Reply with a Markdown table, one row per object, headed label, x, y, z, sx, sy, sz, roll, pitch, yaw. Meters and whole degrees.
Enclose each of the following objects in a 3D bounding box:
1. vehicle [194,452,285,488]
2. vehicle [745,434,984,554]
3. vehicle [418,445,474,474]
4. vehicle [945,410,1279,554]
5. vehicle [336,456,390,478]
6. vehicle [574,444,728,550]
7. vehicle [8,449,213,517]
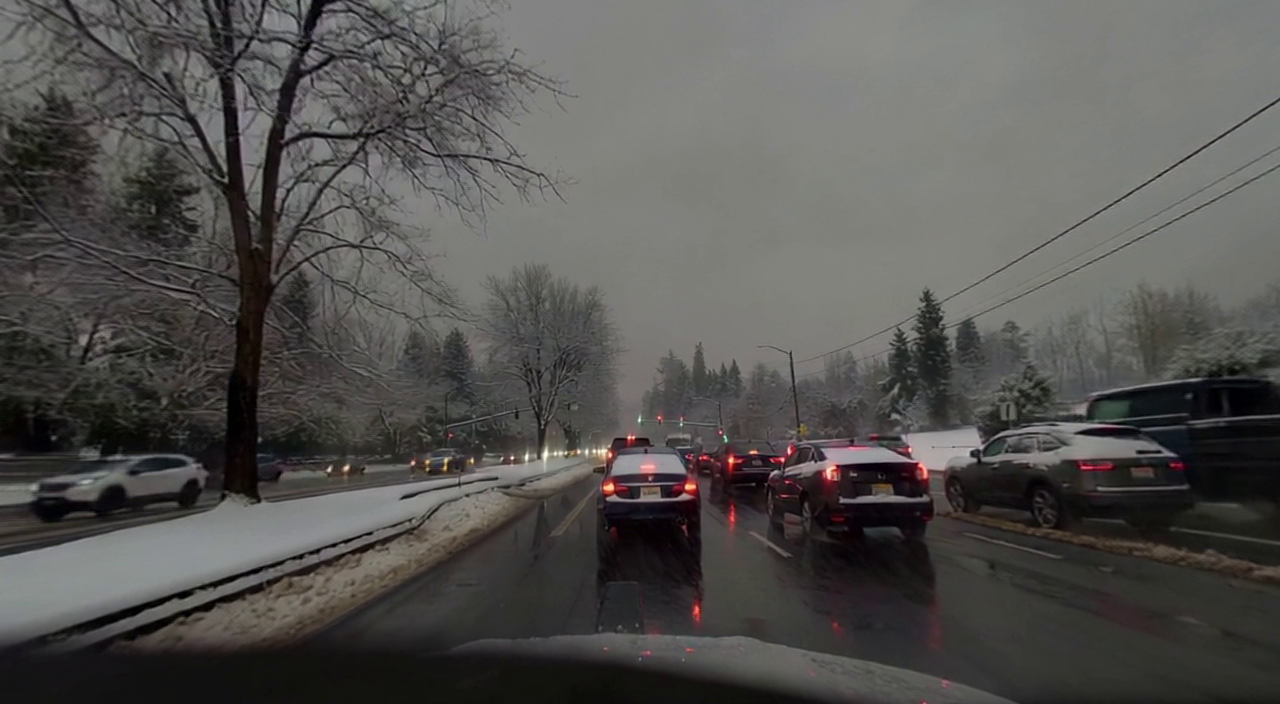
| label | x | y | z | sx | sy | sz | roll | pitch | yaw |
| --- | --- | --- | --- | --- | --- | --- | --- | --- | --- |
| vehicle | -22.347 | 6.559 | 35.493 | 2.034 | 1.798 | 4.734 | 0 | -9 | -1 |
| vehicle | 3.180 | 2.115 | 10.284 | 1.970 | 1.445 | 4.974 | 0 | -9 | -1 |
| vehicle | -11.824 | 6.562 | 38.758 | 1.980 | 1.675 | 4.581 | 0 | -9 | 0 |
| vehicle | 6.914 | 1.906 | 9.916 | 1.987 | 1.730 | 4.373 | 0 | -9 | -1 |
| vehicle | -18.580 | 7.705 | 42.558 | 1.798 | 1.333 | 3.944 | 0 | -9 | 0 |
| vehicle | 0.087 | 2.178 | 10.219 | 1.990 | 1.347 | 4.067 | 0 | -9 | -2 |
| vehicle | -15.523 | 3.811 | 18.981 | 2.080 | 1.738 | 4.686 | 0 | -9 | -1 |
